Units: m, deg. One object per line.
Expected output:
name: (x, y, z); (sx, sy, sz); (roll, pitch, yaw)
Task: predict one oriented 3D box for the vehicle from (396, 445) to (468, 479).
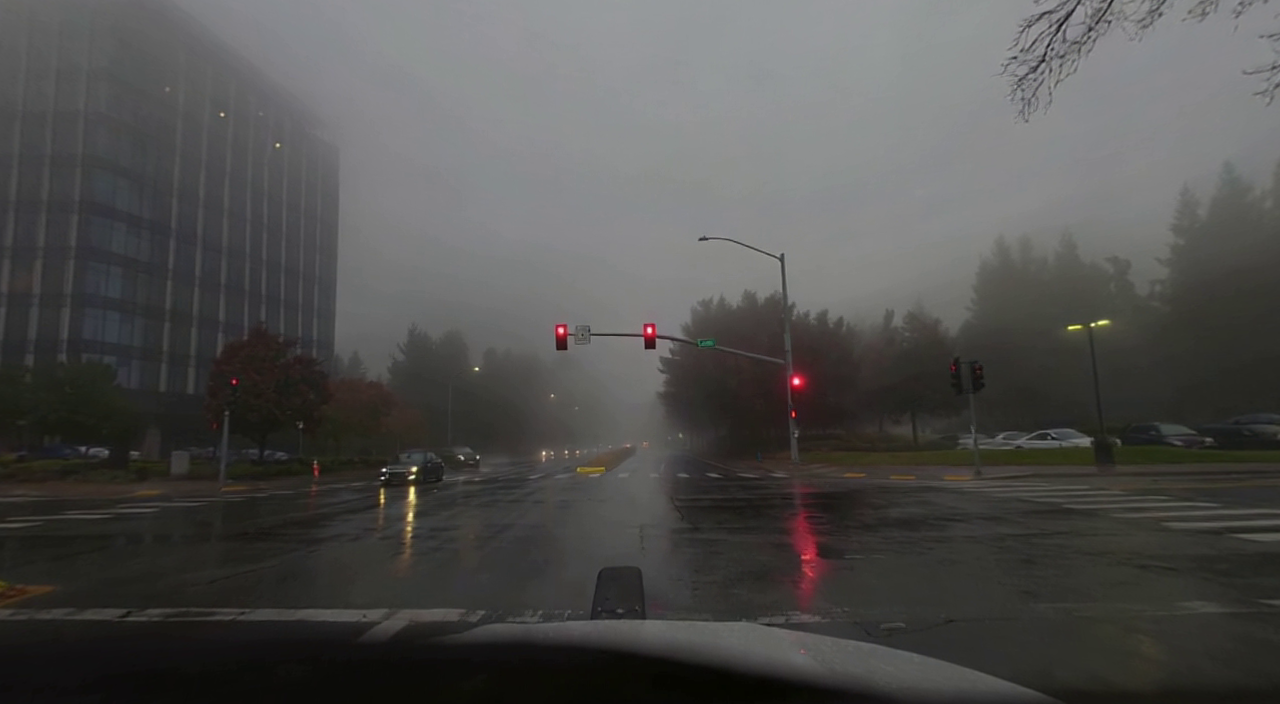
vehicle: (-11.586, 6.138, 35.466); (2.069, 1.771, 4.947); (0, -9, 3)
